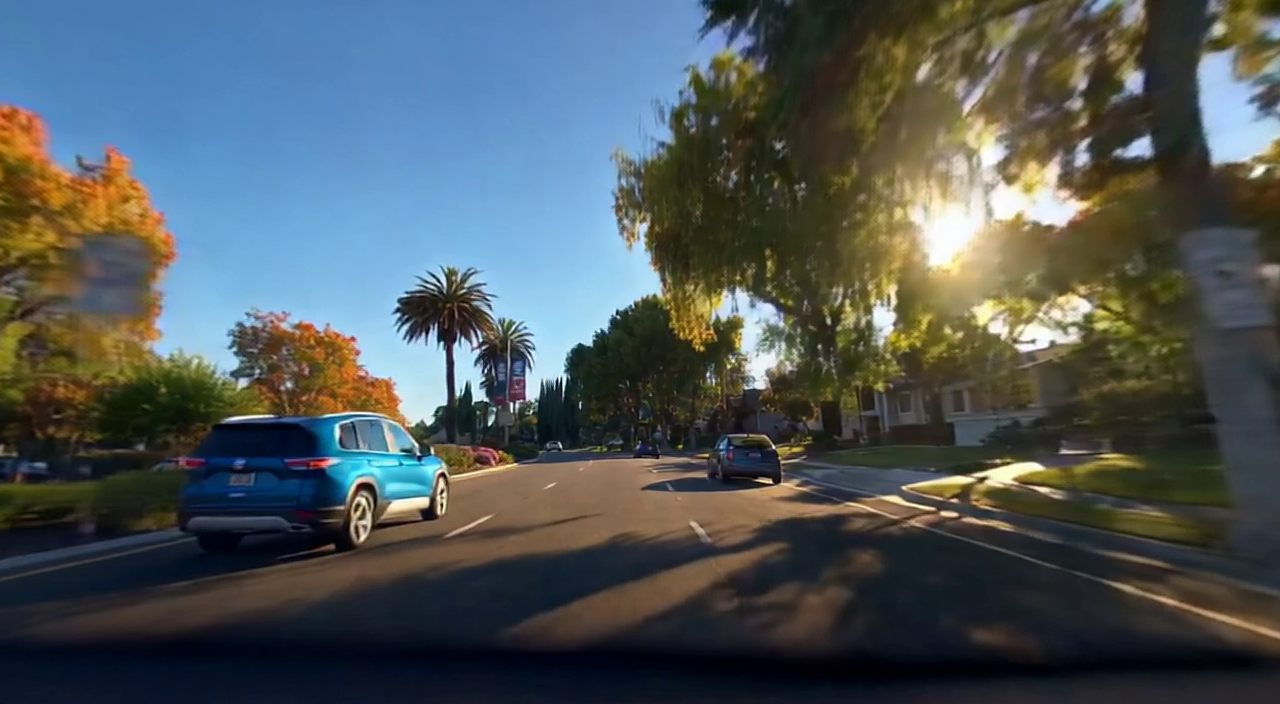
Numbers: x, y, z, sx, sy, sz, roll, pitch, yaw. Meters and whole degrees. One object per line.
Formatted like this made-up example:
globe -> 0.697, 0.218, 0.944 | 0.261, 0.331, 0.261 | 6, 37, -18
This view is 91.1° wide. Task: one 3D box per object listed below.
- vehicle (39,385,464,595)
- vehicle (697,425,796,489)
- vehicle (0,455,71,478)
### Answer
vehicle -> -3.984, 1.514, 7.814 | 2.150, 1.768, 4.868 | 0, -8, 0
vehicle -> 3.230, 3.306, 20.162 | 2.195, 1.804, 4.658 | 0, -8, -2
vehicle -> -37.704, 7.052, 38.751 | 3.347, 1.368, 1.745 | 0, -8, -2
